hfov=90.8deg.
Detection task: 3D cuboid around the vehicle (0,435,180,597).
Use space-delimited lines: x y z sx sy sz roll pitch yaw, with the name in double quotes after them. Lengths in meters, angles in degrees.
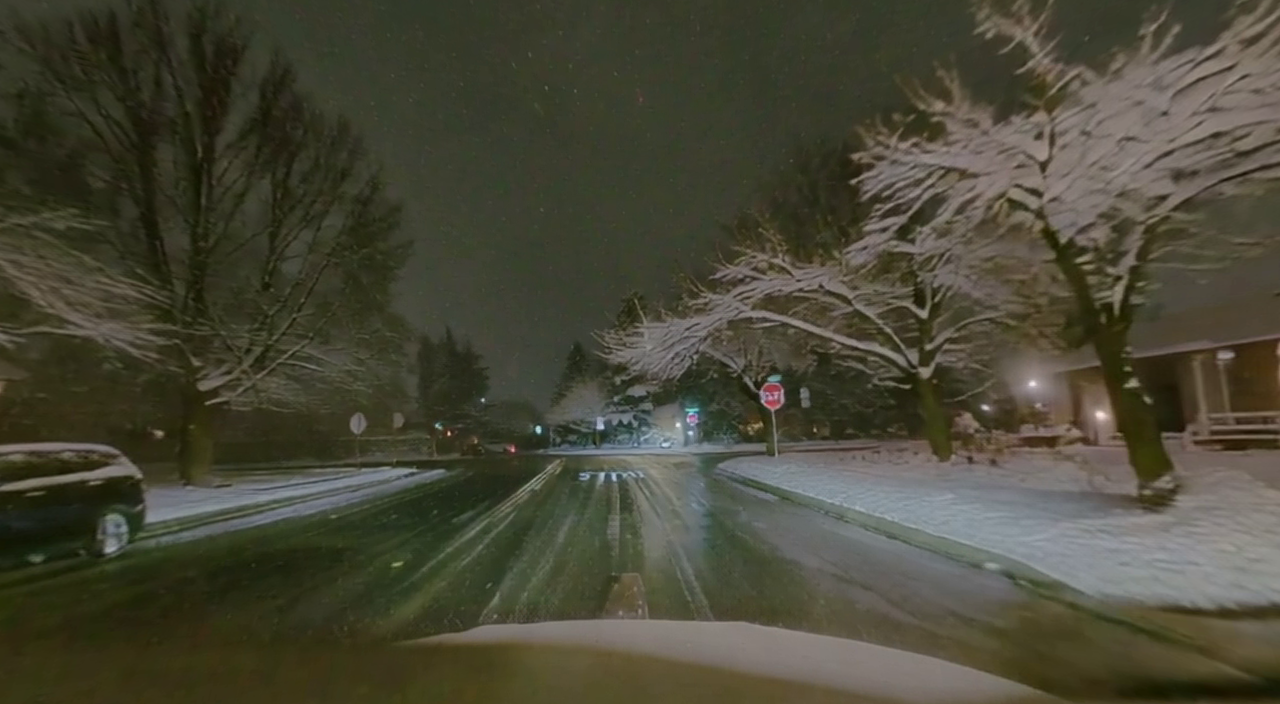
-7.640 1.771 7.046 1.994 1.656 4.334 1 -8 -5 "vehicle"
